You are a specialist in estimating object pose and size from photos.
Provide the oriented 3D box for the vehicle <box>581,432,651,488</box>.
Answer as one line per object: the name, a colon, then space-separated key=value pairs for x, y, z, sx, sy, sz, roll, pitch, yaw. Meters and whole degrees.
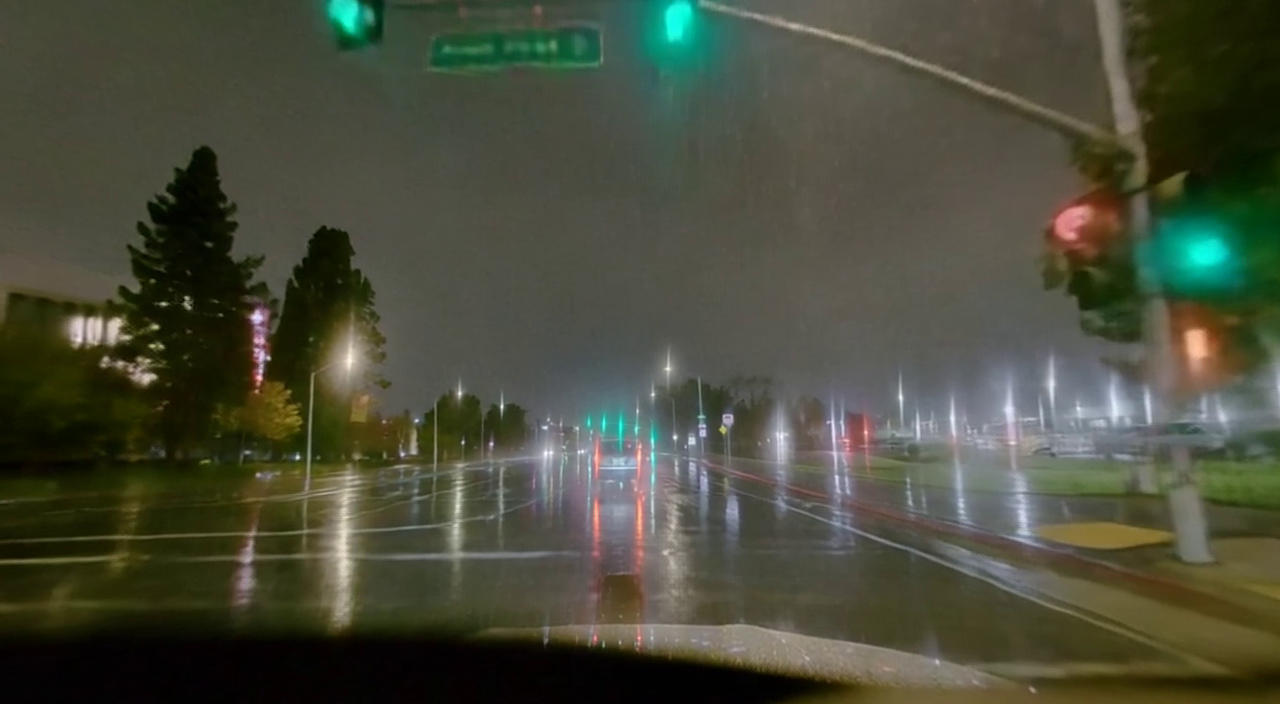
vehicle: x=-0.757 y=3.634 z=21.423 sx=2.130 sy=1.711 sz=4.038 roll=0 pitch=-9 yaw=-1
